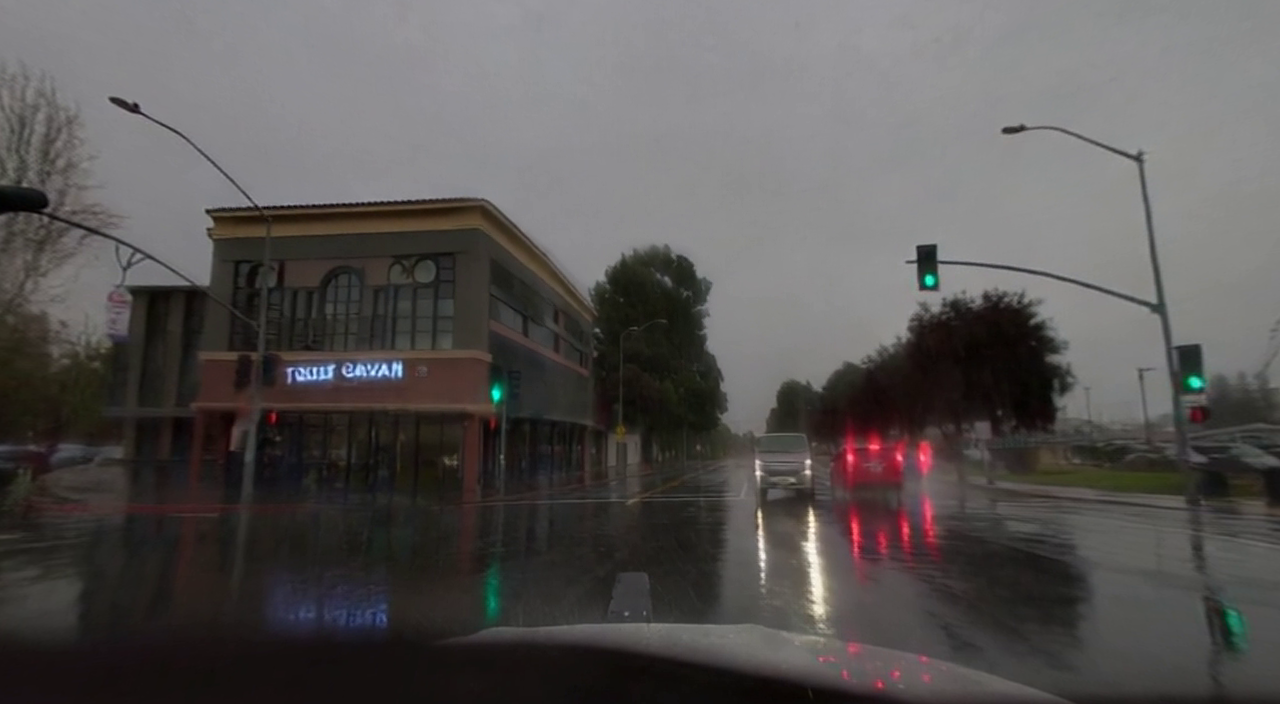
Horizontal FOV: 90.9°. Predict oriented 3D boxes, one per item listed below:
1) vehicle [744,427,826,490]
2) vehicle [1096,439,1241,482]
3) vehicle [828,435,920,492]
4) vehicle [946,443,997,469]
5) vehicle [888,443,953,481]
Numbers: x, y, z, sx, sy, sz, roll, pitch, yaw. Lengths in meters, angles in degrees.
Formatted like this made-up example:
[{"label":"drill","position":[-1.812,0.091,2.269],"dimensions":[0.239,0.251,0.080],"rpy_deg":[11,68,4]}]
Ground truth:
[{"label":"vehicle","position":[5.002,3.727,22.526],"dimensions":[2.390,1.948,5.344],"rpy_deg":[-1,-8,9]},{"label":"vehicle","position":[21.365,4.380,25.711],"dimensions":[1.924,1.579,4.084],"rpy_deg":[2,-8,-12]},{"label":"vehicle","position":[7.907,3.771,21.807],"dimensions":[2.048,1.725,4.754],"rpy_deg":[-1,-8,9]},{"label":"vehicle","position":[23.257,7.281,44.383],"dimensions":[1.886,1.687,4.268],"rpy_deg":[-2,-8,10]},{"label":"vehicle","position":[13.230,5.166,29.990],"dimensions":[1.792,1.682,4.089],"rpy_deg":[-1,-8,9]}]
